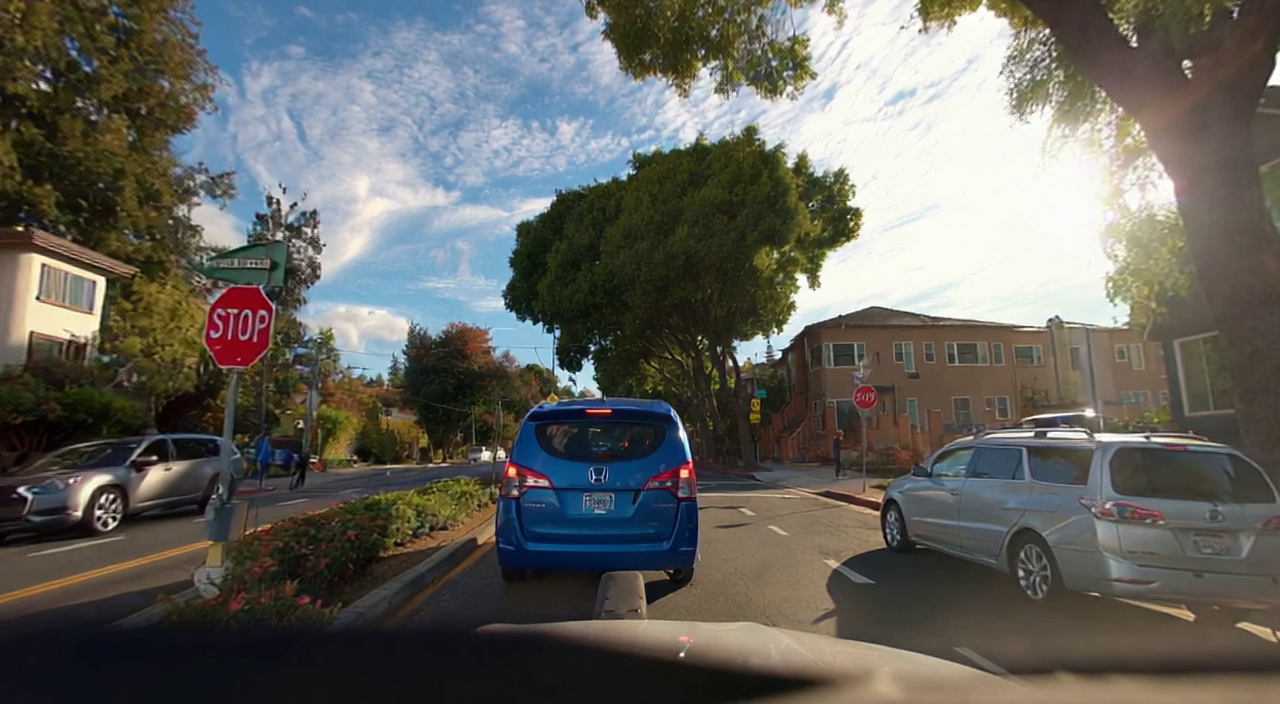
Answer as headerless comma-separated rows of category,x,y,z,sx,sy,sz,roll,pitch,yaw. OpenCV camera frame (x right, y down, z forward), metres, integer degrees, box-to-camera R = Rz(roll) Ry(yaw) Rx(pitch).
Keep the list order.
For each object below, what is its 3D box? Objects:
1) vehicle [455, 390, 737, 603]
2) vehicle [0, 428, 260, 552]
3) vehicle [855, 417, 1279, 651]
vehicle,-0.388,1.570,7.739,2.377,1.787,4.652,0,-8,-1
vehicle,-8.293,2.021,10.058,1.825,1.532,4.083,-3,-7,2
vehicle,4.217,1.681,6.910,1.959,1.581,4.731,4,-9,-2
